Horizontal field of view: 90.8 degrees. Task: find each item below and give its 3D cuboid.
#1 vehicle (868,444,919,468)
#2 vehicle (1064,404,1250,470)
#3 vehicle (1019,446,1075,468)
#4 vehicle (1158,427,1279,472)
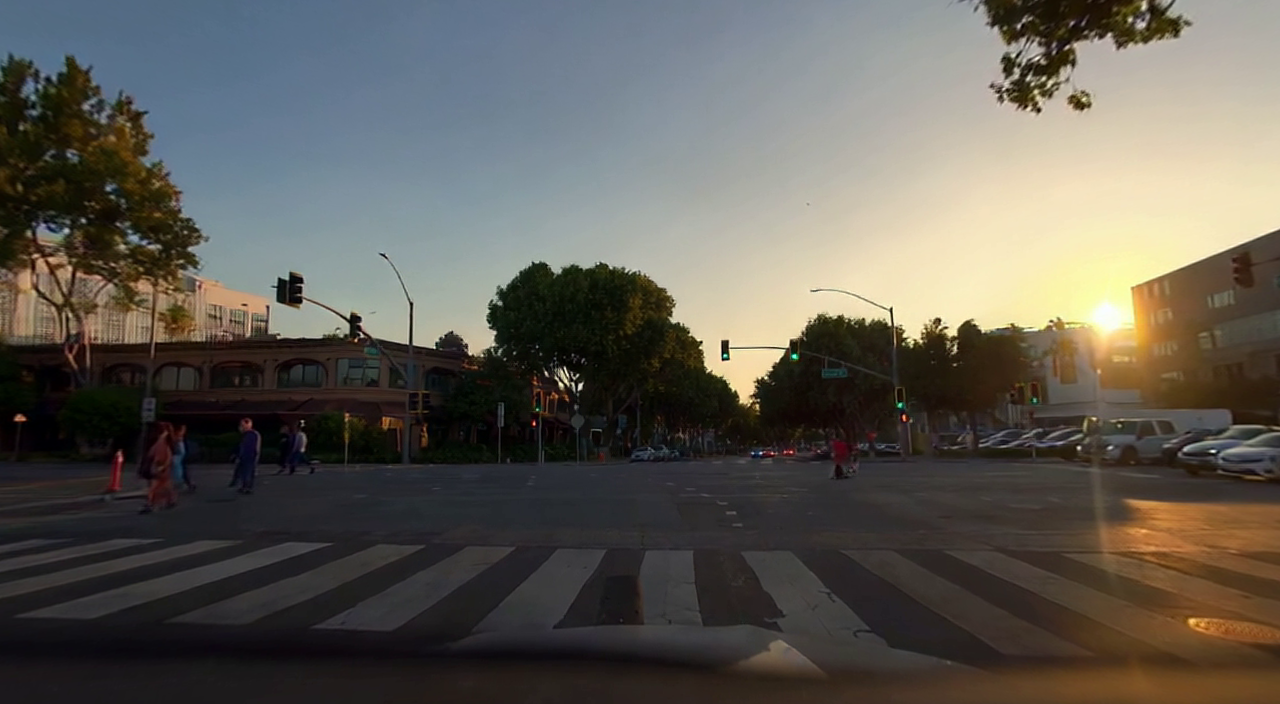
[{"bbox_3d":[17.500,7.189,43.766,1.789,1.557,4.293,0,-9,1],"label":"vehicle"},{"bbox_3d":[22.962,3.832,28.331,5.855,2.746,2.523,-1,-9,3],"label":"vehicle"},{"bbox_3d":[27.682,7.133,43.088,1.589,1.405,3.633,-1,-9,5],"label":"vehicle"},{"bbox_3d":[21.272,3.377,21.964,4.740,1.464,1.876,-1,-9,3],"label":"vehicle"}]
